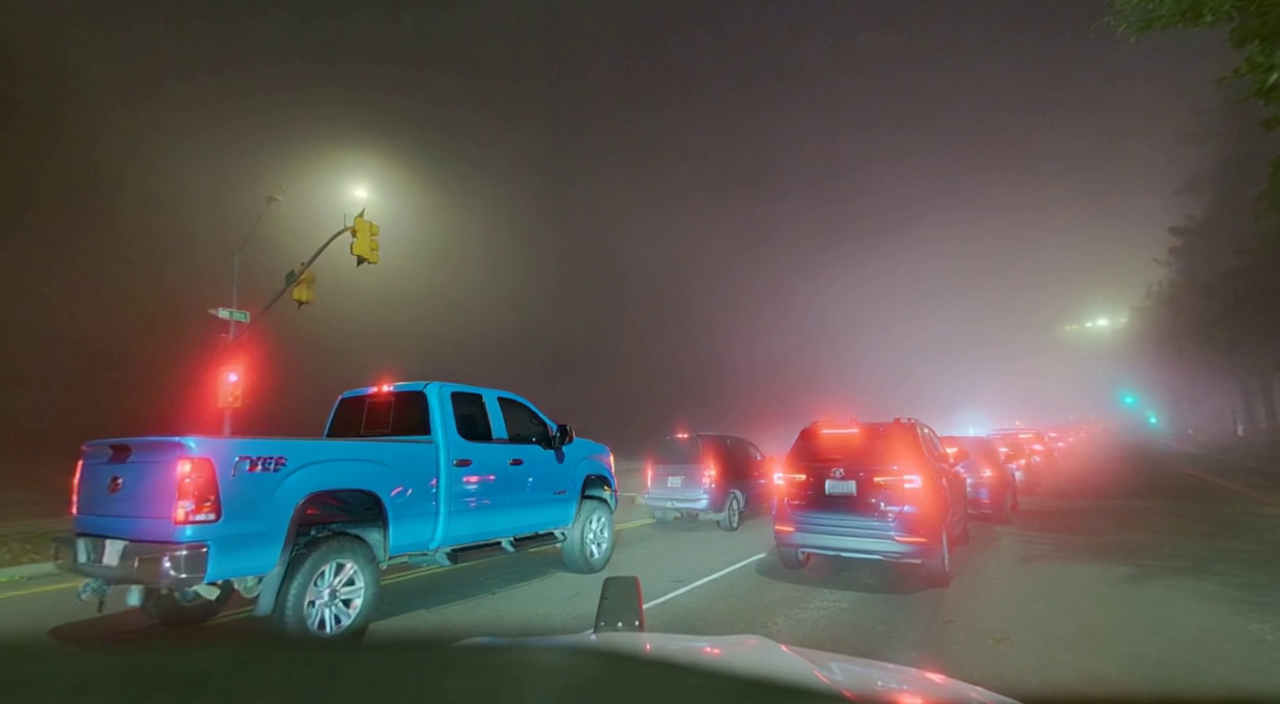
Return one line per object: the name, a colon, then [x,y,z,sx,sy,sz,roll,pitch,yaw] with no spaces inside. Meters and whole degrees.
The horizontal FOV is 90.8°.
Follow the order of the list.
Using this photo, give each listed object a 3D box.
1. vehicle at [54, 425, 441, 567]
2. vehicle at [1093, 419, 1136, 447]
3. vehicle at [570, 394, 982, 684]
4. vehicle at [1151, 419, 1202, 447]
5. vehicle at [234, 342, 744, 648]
vehicle: [-5.926,2.137,10.298,1.982,1.712,4.862,-6,-10,34]
vehicle: [32.813,5.668,43.725,2.160,1.790,4.303,-6,-10,35]
vehicle: [1.712,1.375,5.995,2.027,1.549,4.801,-6,-10,35]
vehicle: [35.814,5.470,42.241,2.183,1.714,4.491,-6,-11,36]
vehicle: [-0.876,1.405,7.464,2.272,2.016,6.146,-5,-10,28]
